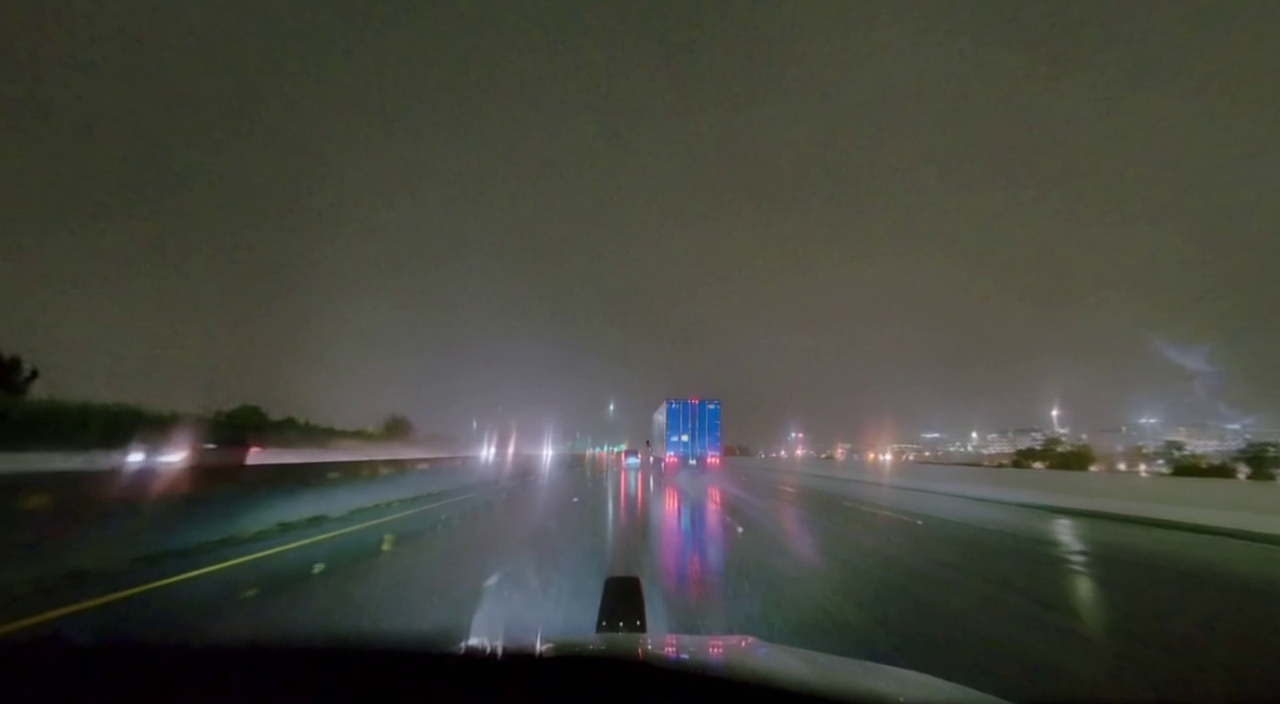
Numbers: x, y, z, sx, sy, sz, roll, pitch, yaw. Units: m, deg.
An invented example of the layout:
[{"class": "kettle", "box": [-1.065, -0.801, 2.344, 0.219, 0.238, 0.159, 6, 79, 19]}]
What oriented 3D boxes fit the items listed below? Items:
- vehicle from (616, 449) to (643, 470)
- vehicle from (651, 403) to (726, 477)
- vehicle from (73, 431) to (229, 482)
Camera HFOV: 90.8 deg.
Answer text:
[{"class": "vehicle", "box": [-0.767, 7.959, 46.783, 1.898, 1.438, 4.053, 0, -9, -1]}, {"class": "vehicle", "box": [2.910, 6.260, 43.966, 3.462, 4.177, 16.311, 0, -9, -2]}, {"class": "vehicle", "box": [-15.286, 3.307, 20.039, 1.776, 1.436, 3.890, 0, -9, 1]}]
